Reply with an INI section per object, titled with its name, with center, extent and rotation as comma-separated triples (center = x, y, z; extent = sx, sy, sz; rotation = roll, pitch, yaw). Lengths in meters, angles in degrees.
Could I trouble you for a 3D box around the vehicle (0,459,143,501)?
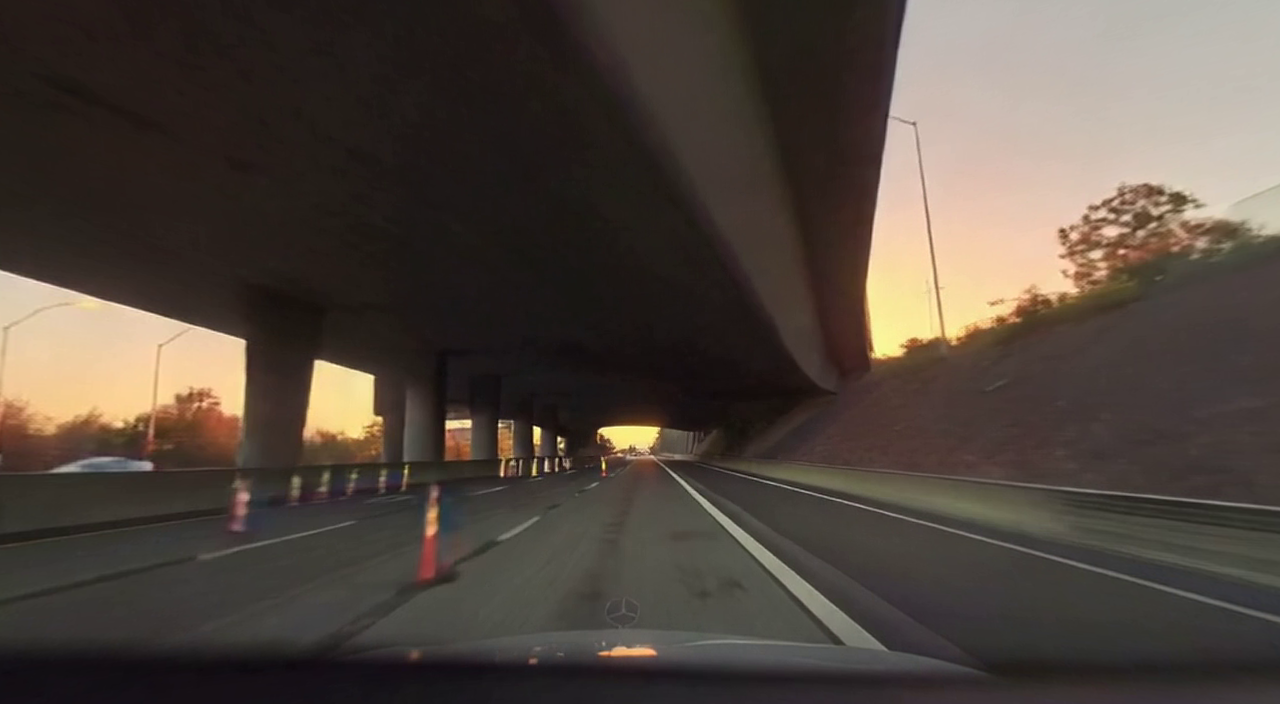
[vehicle]
center = -27.817, 6.214, 31.045
extent = 2.061, 1.747, 5.452
rotation = 0, -9, 1
